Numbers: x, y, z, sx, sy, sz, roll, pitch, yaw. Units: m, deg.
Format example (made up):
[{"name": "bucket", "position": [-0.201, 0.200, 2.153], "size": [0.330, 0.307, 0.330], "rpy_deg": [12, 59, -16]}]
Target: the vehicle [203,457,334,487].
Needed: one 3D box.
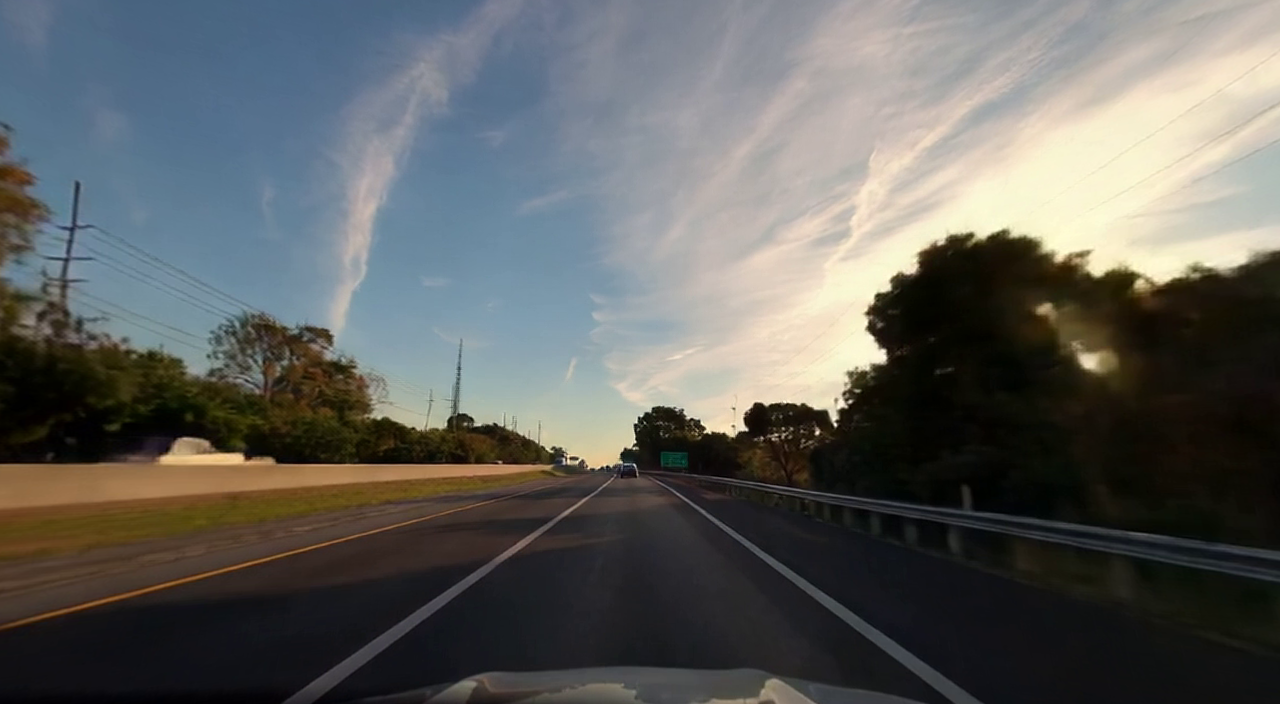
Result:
[{"name": "vehicle", "position": [-16.853, 5.528, 29.082], "size": [2.523, 1.205, 5.799], "rpy_deg": [1, -10, 0]}]

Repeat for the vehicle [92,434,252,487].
[{"name": "vehicle", "position": [-16.760, 3.987, 22.984], "size": [2.090, 1.672, 4.796], "rpy_deg": [1, -10, 0]}]
